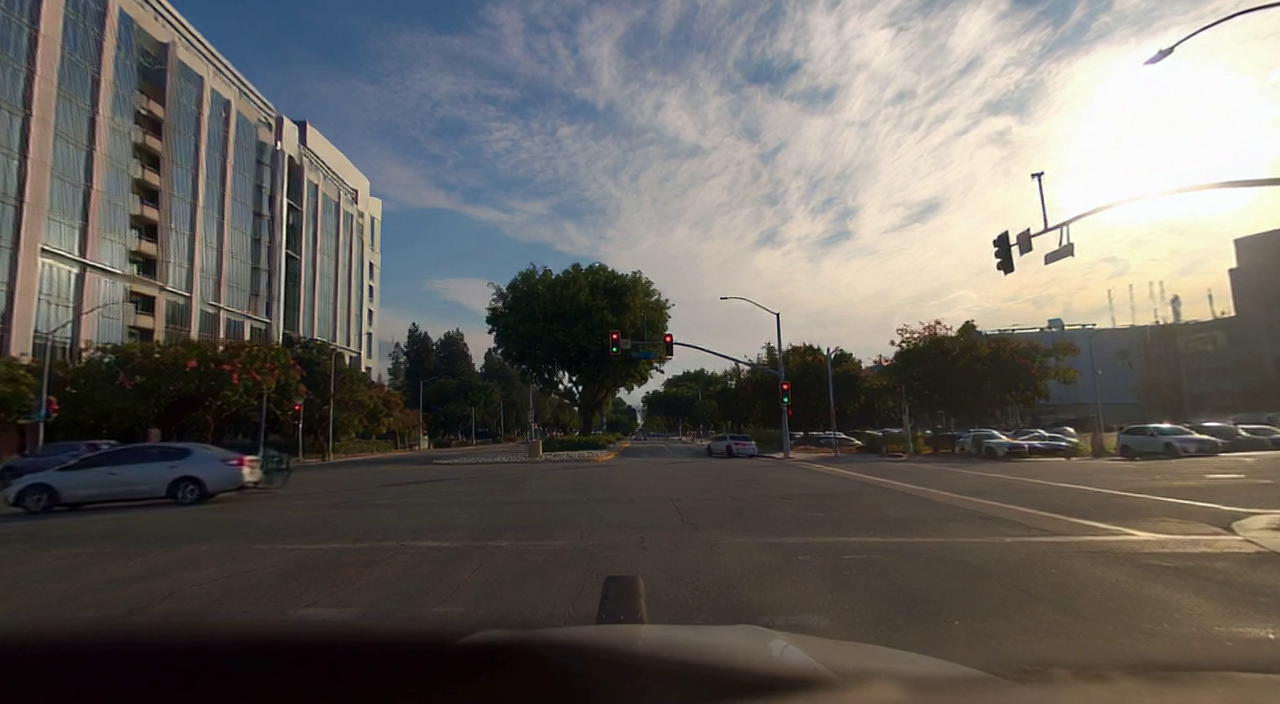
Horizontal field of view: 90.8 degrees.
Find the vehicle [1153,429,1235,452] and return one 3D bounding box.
[{"bbox_3d":[36.556,5.899,41.850,1.726,1.429,4.163,-1,-8,2],"label":"vehicle"}]

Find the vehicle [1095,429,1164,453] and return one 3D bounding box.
[{"bbox_3d":[33.235,6.100,43.083,2.090,1.494,4.321,-3,-9,15],"label":"vehicle"}]

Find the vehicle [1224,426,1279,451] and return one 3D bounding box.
[{"bbox_3d":[42.245,5.737,41.933,2.037,1.614,5.175,0,-8,0],"label":"vehicle"}]

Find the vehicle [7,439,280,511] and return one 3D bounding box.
[{"bbox_3d":[-11.795,2.898,15.490,4.916,1.504,1.846,6,-10,-35],"label":"vehicle"}]

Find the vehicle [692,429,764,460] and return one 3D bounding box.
[{"bbox_3d":[5.050,5.399,36.944,1.977,1.698,4.571,4,-9,-25],"label":"vehicle"}]
